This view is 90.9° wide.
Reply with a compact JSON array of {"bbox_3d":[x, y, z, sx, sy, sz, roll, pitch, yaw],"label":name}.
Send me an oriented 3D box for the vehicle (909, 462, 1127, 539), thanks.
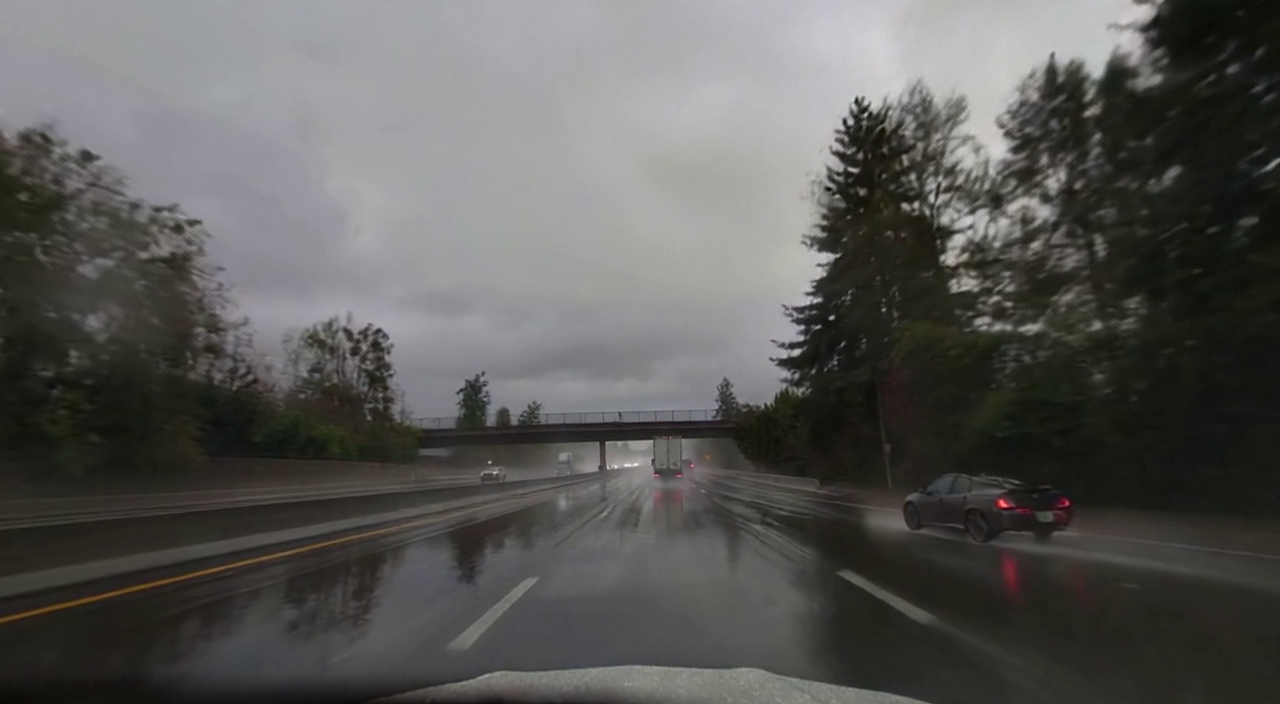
[{"bbox_3d":[8.365,3.301,14.490,1.949,1.468,4.145,3,-11,-10],"label":"vehicle"}]
